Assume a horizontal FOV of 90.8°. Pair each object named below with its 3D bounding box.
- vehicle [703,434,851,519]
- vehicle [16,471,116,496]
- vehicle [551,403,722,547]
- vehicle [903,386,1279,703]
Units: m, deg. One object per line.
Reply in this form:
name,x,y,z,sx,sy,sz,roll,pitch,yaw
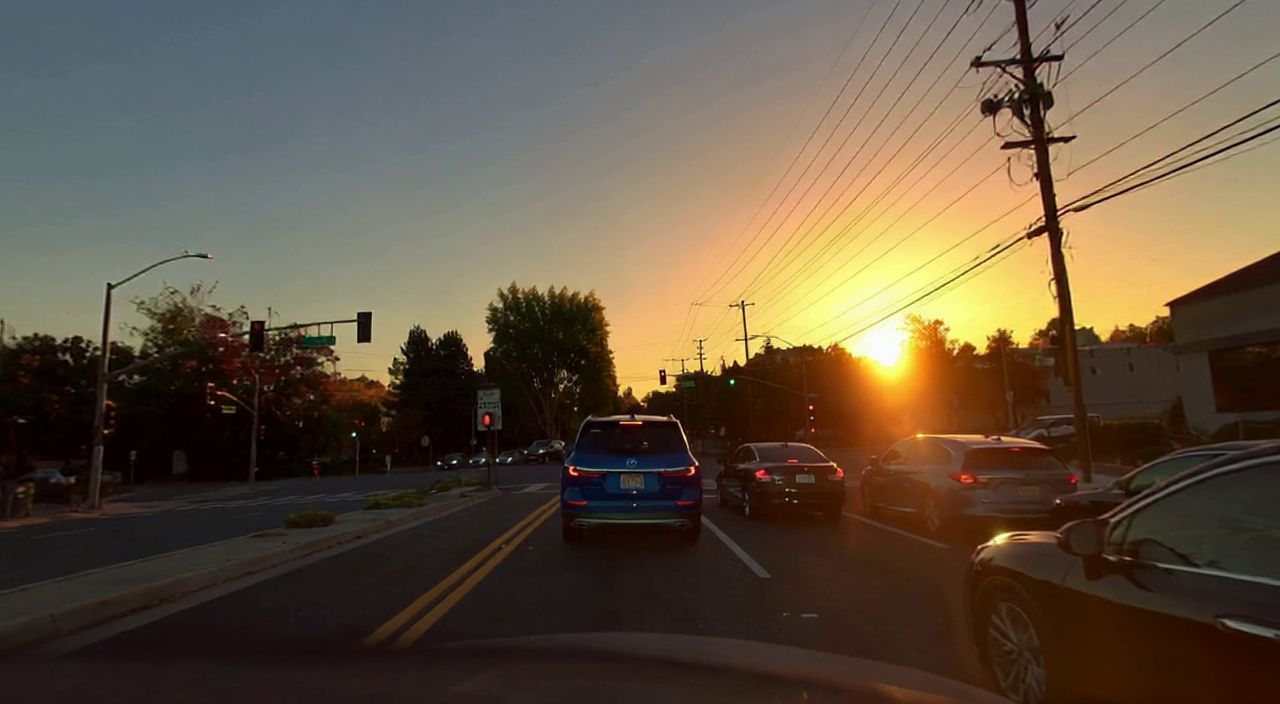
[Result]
vehicle,2.656,2.541,13.444,2.025,1.477,4.333,0,-9,-2
vehicle,-38.344,8.786,42.315,4.569,1.505,1.992,0,-9,-5
vehicle,-0.121,1.973,10.774,2.236,1.856,4.816,0,-9,-2
vehicle,2.730,0.853,1.887,2.004,1.460,4.297,0,-9,0
